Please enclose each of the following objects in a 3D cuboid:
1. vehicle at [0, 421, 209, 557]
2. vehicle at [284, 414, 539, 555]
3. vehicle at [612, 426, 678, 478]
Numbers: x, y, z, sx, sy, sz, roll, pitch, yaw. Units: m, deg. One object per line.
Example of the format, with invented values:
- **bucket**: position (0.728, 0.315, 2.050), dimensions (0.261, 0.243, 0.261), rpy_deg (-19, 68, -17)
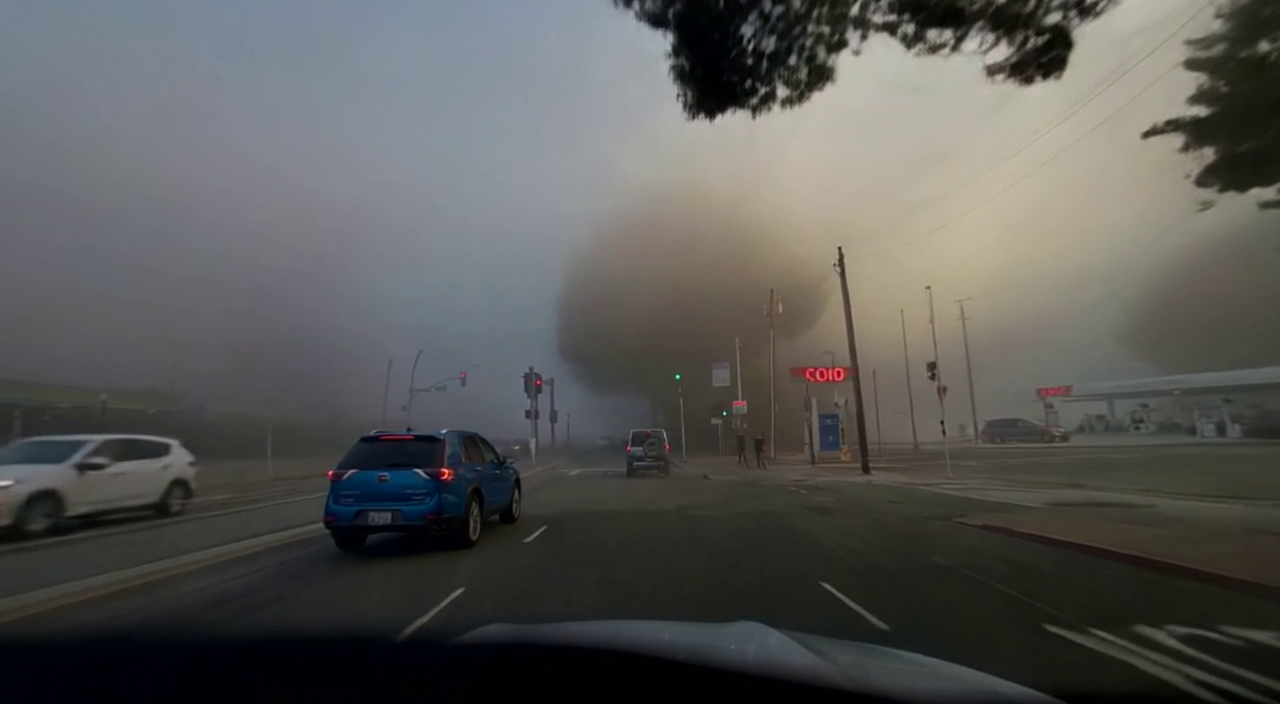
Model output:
- **vehicle**: position (-11.154, 2.524, 12.155), dimensions (2.172, 2.109, 5.009), rpy_deg (-2, -8, -1)
- **vehicle**: position (-3.253, 2.020, 10.358), dimensions (2.247, 1.734, 4.919), rpy_deg (0, -8, 1)
- **vehicle**: position (0.115, 4.295, 27.312), dimensions (2.552, 1.999, 5.498), rpy_deg (0, -8, -1)
